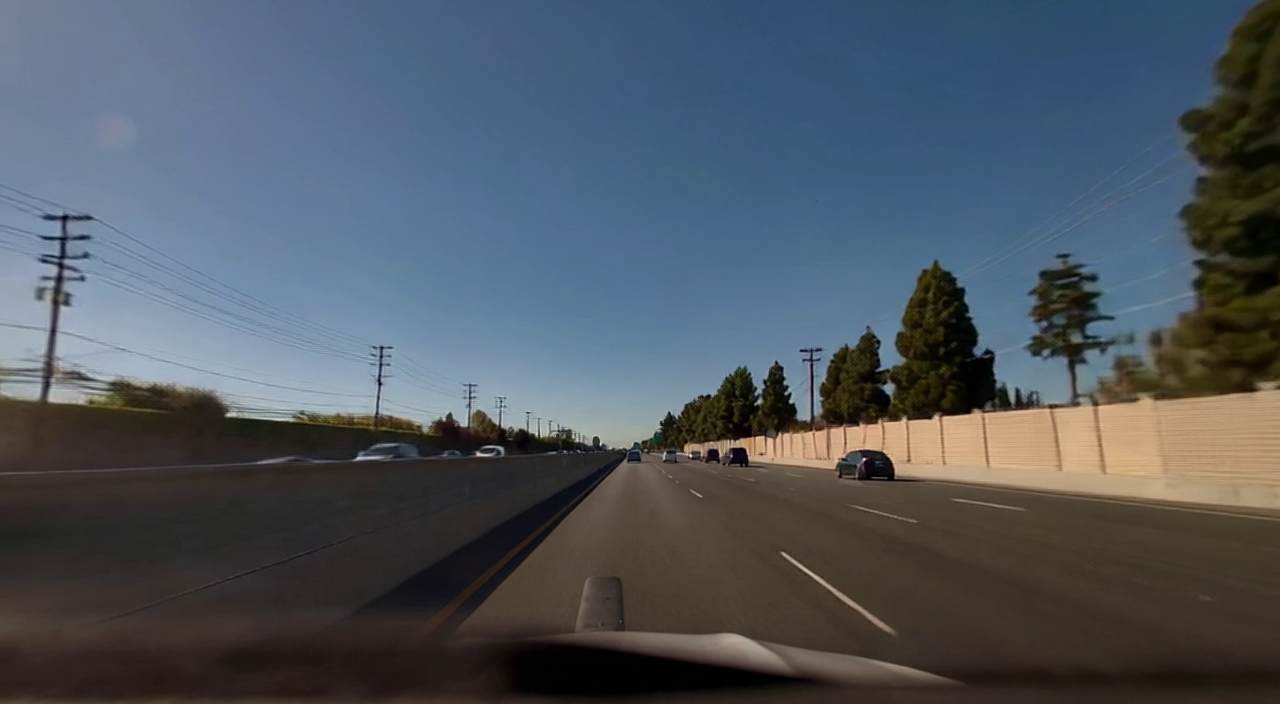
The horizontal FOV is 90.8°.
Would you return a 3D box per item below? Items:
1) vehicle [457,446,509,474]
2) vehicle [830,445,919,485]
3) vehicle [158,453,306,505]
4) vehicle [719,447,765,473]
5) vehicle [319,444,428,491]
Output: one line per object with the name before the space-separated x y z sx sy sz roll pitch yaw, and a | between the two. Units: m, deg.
vehicle | -10.035 6.896 40.621 2.170 1.635 4.356 0 -9 1
vehicle | 9.725 4.712 26.654 1.969 1.506 4.422 0 -9 -1
vehicle | -13.303 4.136 21.009 1.999 1.460 4.390 0 -9 0
vehicle | 6.352 6.805 39.995 2.069 1.520 4.614 0 -9 -1
vehicle | -10.061 4.368 24.288 2.225 1.643 4.403 0 -9 1
